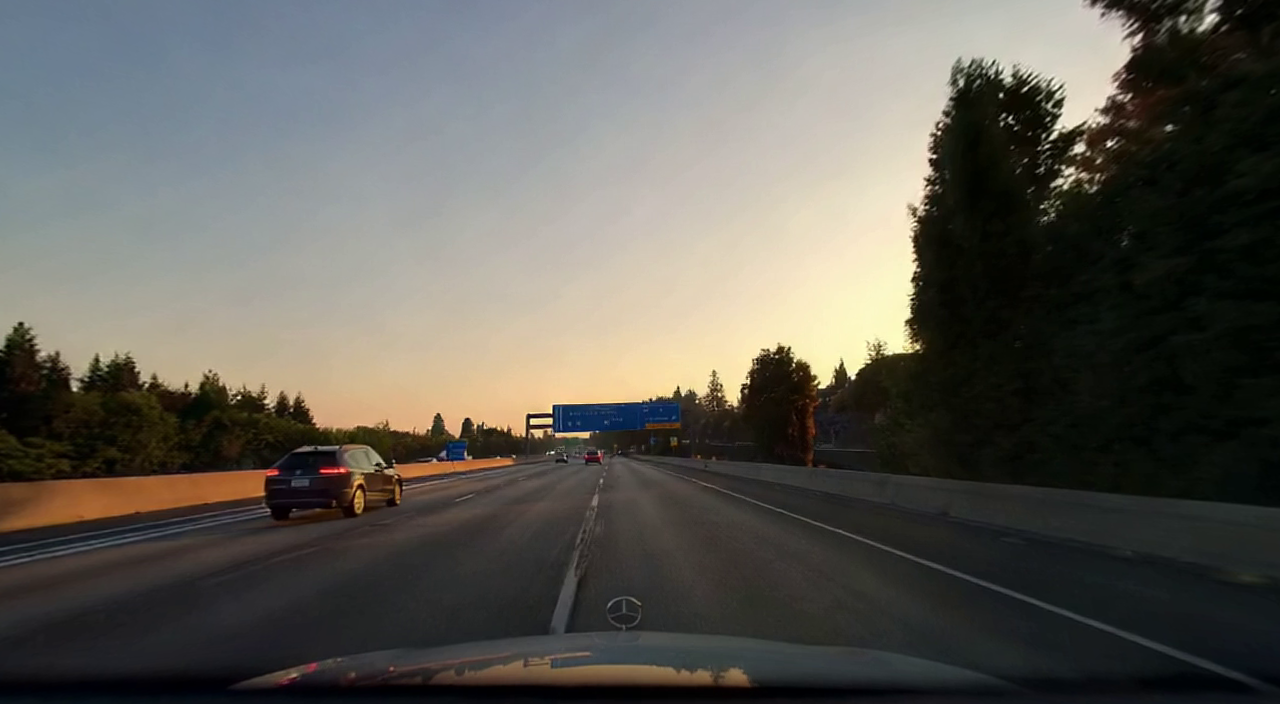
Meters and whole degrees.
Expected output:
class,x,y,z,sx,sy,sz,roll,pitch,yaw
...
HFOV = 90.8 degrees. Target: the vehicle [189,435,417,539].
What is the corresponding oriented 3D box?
class,x,y,z,sx,sy,sz,roll,pitch,yaw
vehicle,-6.064,2.454,12.108,2.098,1.606,4.227,0,-9,-2
